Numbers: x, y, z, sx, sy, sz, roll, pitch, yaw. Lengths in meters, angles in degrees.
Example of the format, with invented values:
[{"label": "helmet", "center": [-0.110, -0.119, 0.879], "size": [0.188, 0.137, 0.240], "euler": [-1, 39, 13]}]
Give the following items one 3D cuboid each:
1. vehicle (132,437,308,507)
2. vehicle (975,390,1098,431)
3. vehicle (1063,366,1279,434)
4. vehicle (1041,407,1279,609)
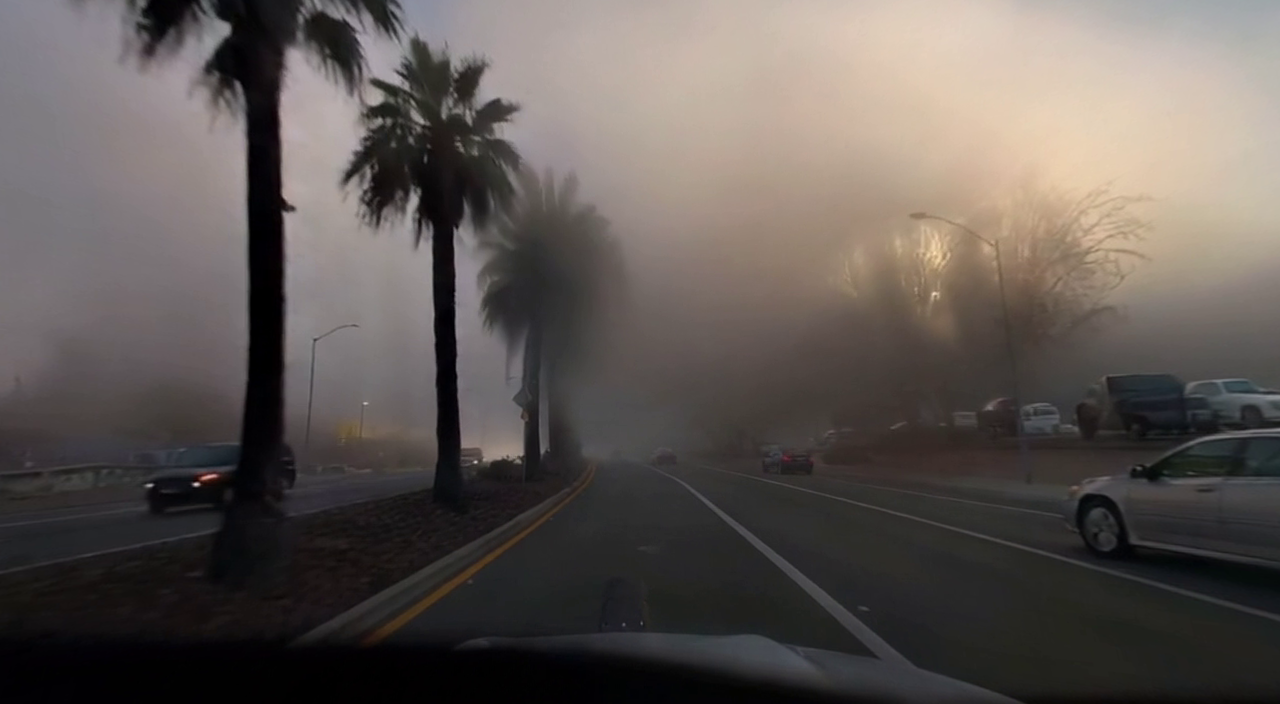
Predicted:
[{"label": "vehicle", "center": [-12.932, 3.687, 19.953], "size": [2.210, 1.889, 4.934], "euler": [0, -8, -1]}, {"label": "vehicle", "center": [18.092, 2.692, 28.929], "size": [4.237, 1.573, 2.011], "euler": [-3, -6, -1]}, {"label": "vehicle", "center": [18.105, 1.673, 21.335], "size": [5.817, 1.906, 2.230], "euler": [-1, -11, 0]}, {"label": "vehicle", "center": [6.426, 1.436, 6.170], "size": [2.124, 1.687, 4.266], "euler": [0, -8, -1]}]
